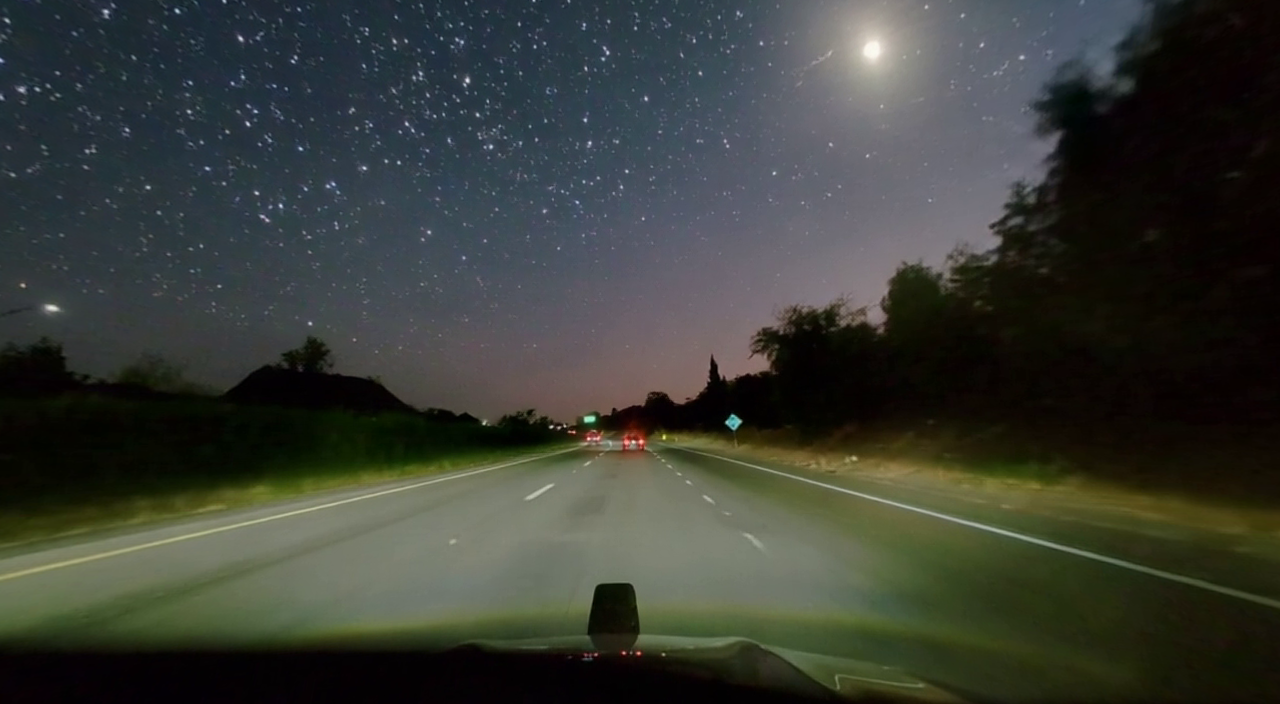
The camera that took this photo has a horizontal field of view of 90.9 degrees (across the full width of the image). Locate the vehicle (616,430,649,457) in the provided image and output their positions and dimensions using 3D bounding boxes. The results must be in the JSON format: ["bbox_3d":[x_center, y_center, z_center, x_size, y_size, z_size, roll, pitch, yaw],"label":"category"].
[{"bbox_3d":[-0.481,5.900,40.773,2.041,1.618,3.898,0,-8,-1],"label":"vehicle"}]
